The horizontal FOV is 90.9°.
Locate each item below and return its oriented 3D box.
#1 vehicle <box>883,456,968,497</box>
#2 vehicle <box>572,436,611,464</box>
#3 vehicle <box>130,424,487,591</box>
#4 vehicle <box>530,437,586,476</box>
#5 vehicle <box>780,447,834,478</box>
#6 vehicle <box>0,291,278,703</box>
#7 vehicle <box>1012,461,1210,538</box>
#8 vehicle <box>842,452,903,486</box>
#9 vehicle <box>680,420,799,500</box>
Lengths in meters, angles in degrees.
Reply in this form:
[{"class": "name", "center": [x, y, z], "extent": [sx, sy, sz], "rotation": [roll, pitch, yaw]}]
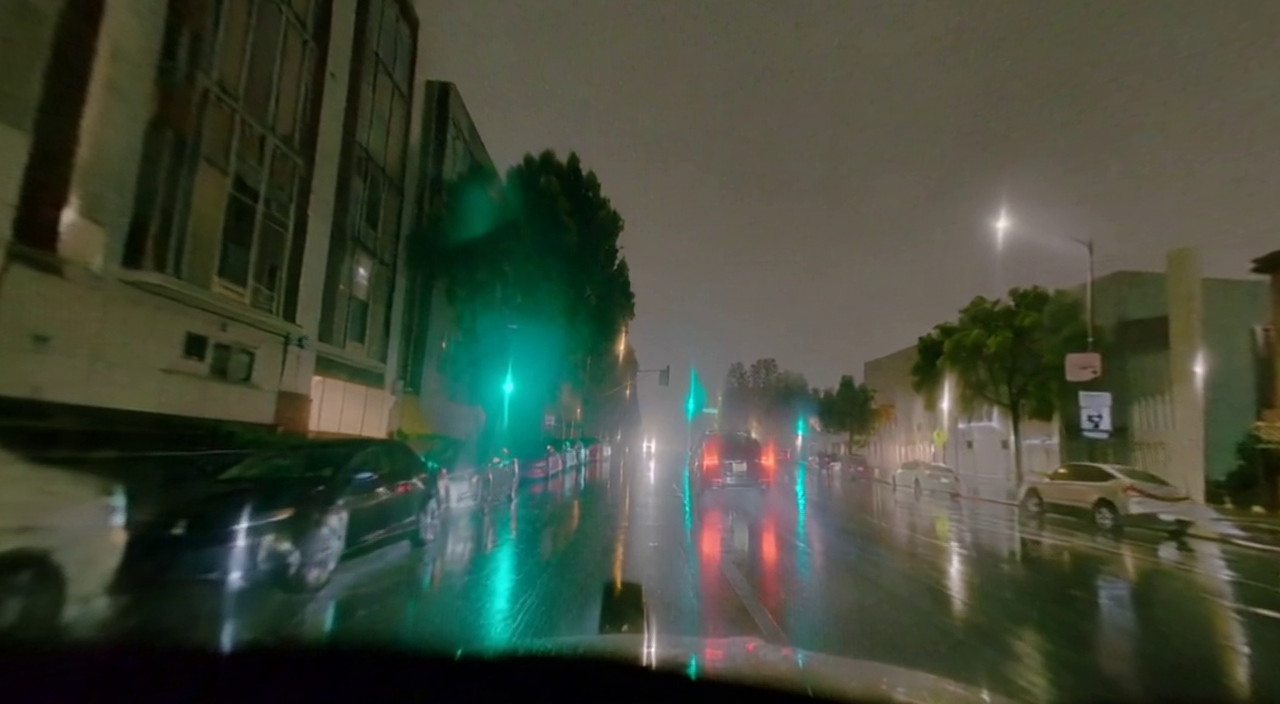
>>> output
[{"class": "vehicle", "center": [13.355, 5.808, 29.780], "extent": [1.866, 1.554, 4.393], "rotation": [2, -8, -2]}, {"class": "vehicle", "center": [-2.992, 6.142, 39.641], "extent": [1.933, 1.652, 4.508], "rotation": [0, -8, 2]}, {"class": "vehicle", "center": [-3.487, 1.682, 7.834], "extent": [1.989, 1.467, 4.350], "rotation": [0, -8, 1]}, {"class": "vehicle", "center": [-3.404, 4.390, 26.851], "extent": [1.842, 1.497, 4.238], "rotation": [0, -8, -1]}, {"class": "vehicle", "center": [9.916, 6.568, 37.812], "extent": [2.022, 1.512, 4.120], "rotation": [5, -8, 0]}, {"class": "vehicle", "center": [-3.645, 0.550, 1.525], "extent": [2.171, 1.816, 5.274], "rotation": [-1, -8, 3]}, {"class": "vehicle", "center": [13.362, 4.155, 18.344], "extent": [2.189, 1.753, 4.376], "rotation": [4, -9, -4]}, {"class": "vehicle", "center": [13.543, 6.797, 36.990], "extent": [2.036, 1.704, 4.401], "rotation": [3, -8, 1]}, {"class": "vehicle", "center": [2.569, 2.999, 18.127], "extent": [2.411, 1.899, 5.993], "rotation": [0, -8, 0]}]
